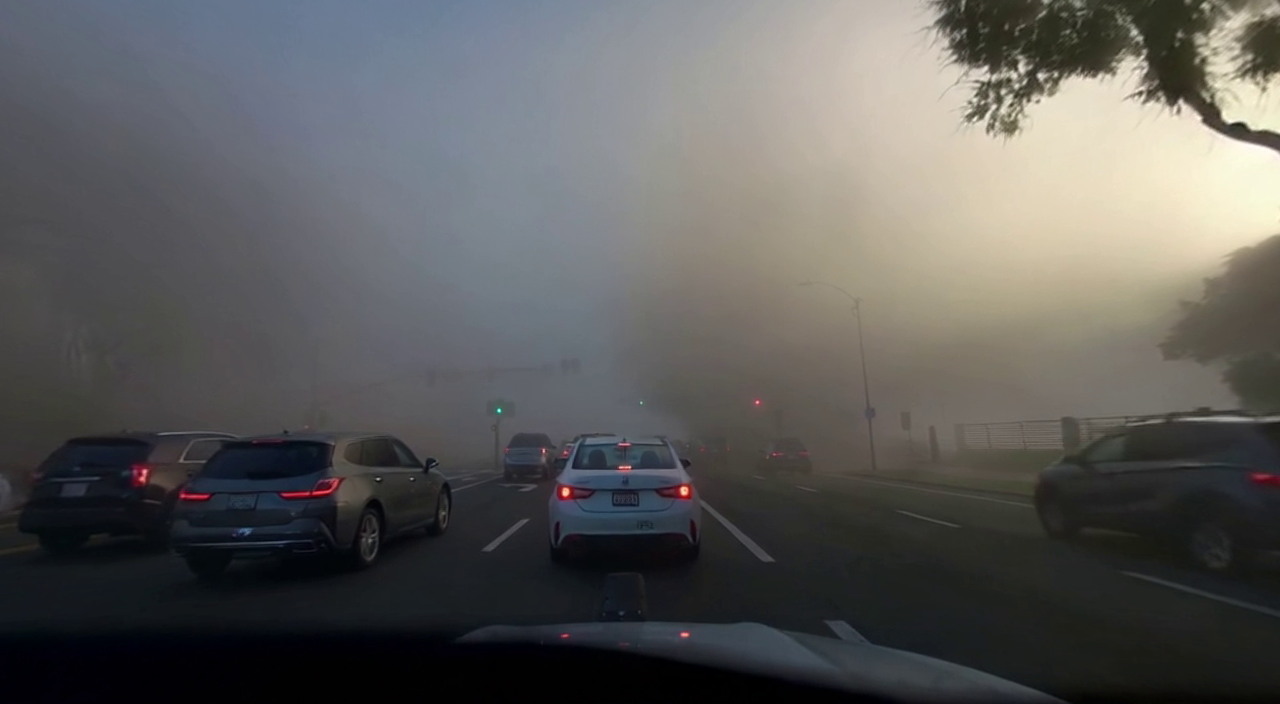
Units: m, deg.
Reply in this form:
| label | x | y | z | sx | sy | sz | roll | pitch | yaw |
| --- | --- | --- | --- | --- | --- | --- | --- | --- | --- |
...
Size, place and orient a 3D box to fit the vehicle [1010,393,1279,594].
| label | x | y | z | sx | sy | sz | roll | pitch | yaw |
| --- | --- | --- | --- | --- | --- | --- | --- | --- | --- |
| vehicle | 6.207 | 1.408 | 6.847 | 1.895 | 1.633 | 4.030 | 0 | -9 | 0 |

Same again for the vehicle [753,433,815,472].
| label | x | y | z | sx | sy | sz | roll | pitch | yaw |
| --- | --- | --- | --- | --- | --- | --- | --- | --- | --- |
| vehicle | 6.699 | 4.717 | 29.836 | 1.889 | 1.681 | 4.120 | 0 | -9 | -1 |

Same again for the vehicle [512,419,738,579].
| label | x | y | z | sx | sy | sz | roll | pitch | yaw |
| --- | --- | --- | --- | --- | --- | --- | --- | --- | --- |
| vehicle | -0.182 | 1.732 | 8.236 | 2.161 | 1.501 | 4.184 | 0 | -9 | -1 |

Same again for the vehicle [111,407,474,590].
| label | x | y | z | sx | sy | sz | roll | pitch | yaw |
| --- | --- | --- | --- | --- | --- | --- | --- | --- | --- |
| vehicle | -3.708 | 1.646 | 7.918 | 2.009 | 1.619 | 4.376 | 0 | -9 | 1 |
